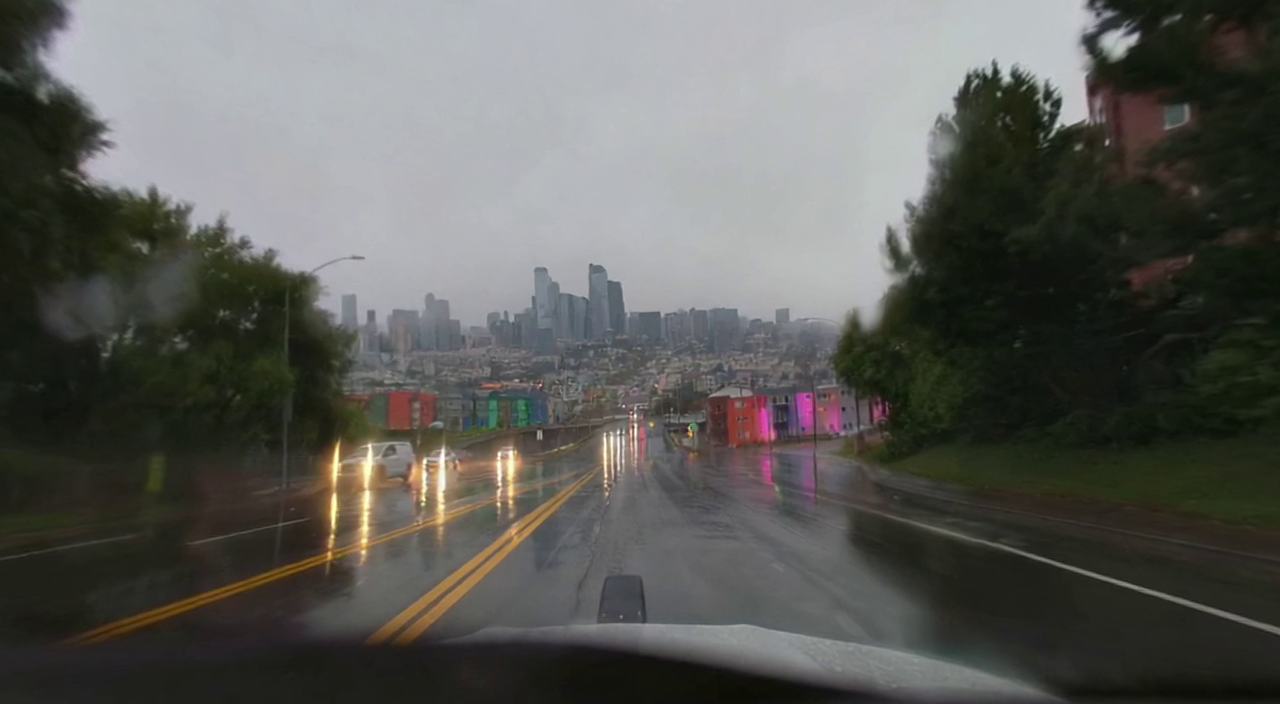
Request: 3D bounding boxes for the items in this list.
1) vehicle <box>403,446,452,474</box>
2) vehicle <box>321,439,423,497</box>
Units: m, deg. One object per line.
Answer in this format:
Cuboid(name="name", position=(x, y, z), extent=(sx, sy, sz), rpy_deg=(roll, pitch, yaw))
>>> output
Cuboid(name="vehicle", position=(-12.770, 6.493, 38.225), extent=(2.145, 1.559, 4.967), rpy_deg=(2, -9, -11))
Cuboid(name="vehicle", position=(-9.625, 4.145, 23.145), extent=(2.112, 1.873, 4.717), rpy_deg=(1, -8, -7))
